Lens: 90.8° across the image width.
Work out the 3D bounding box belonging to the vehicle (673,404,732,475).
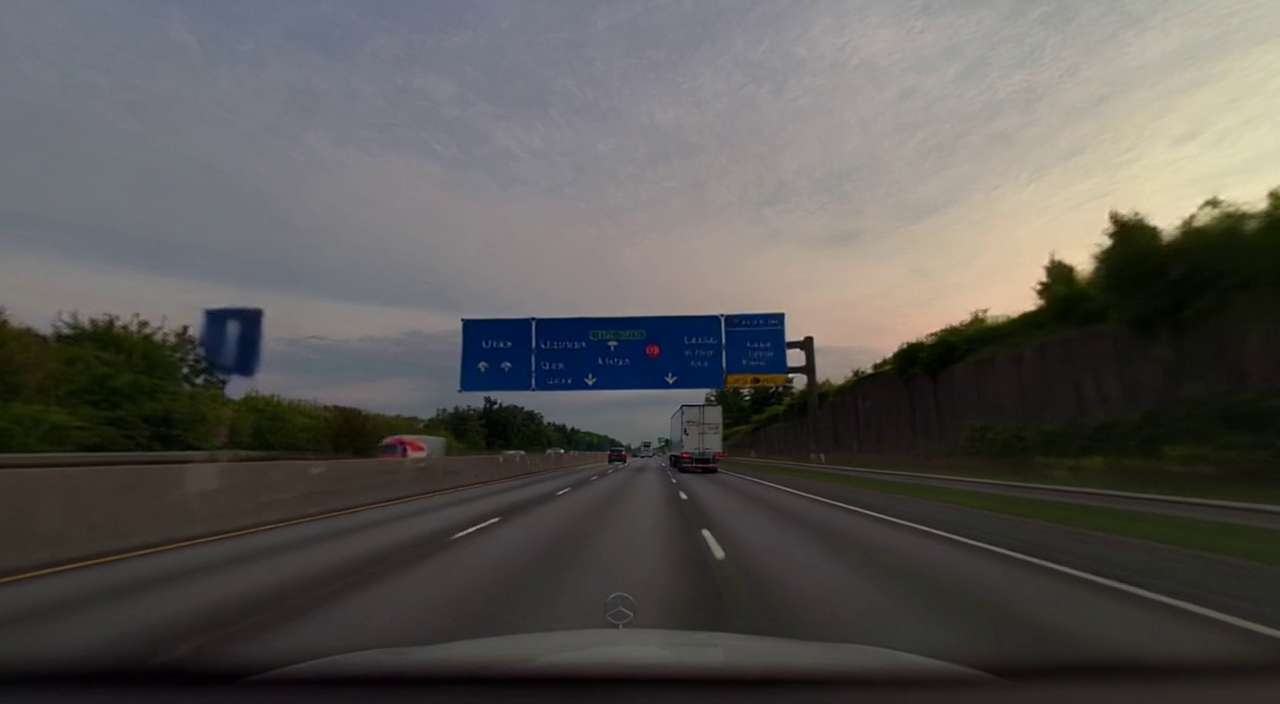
[{"bbox_3d":[3.953,6.192,43.531,2.901,4.032,14.338,0,-9,1],"label":"vehicle"}]
